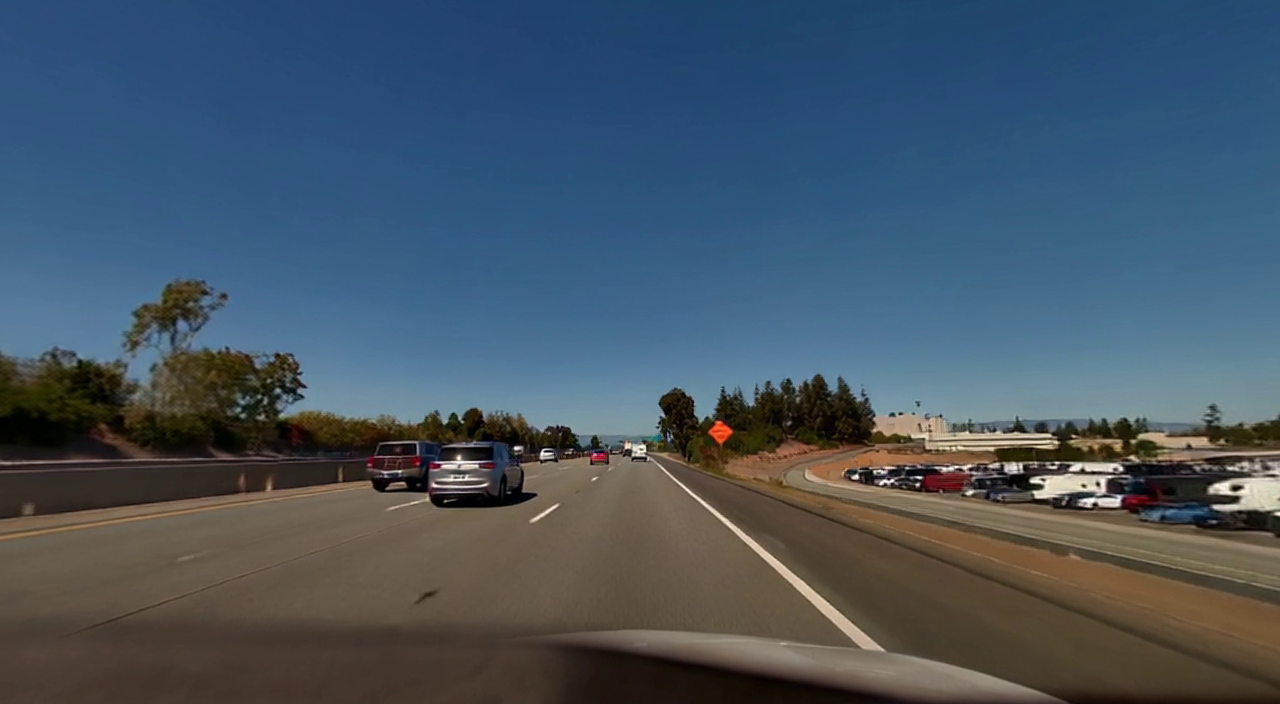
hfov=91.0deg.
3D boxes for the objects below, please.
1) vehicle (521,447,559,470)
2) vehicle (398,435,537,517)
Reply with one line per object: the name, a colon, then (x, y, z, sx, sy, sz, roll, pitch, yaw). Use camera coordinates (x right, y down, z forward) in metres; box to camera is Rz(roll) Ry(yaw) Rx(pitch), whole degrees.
vehicle: (-7.492, 8.056, 47.773, 2.046, 1.644, 4.422, 0, -9, 1)
vehicle: (-3.910, 2.891, 15.171, 2.070, 1.665, 4.213, 0, -9, 1)
